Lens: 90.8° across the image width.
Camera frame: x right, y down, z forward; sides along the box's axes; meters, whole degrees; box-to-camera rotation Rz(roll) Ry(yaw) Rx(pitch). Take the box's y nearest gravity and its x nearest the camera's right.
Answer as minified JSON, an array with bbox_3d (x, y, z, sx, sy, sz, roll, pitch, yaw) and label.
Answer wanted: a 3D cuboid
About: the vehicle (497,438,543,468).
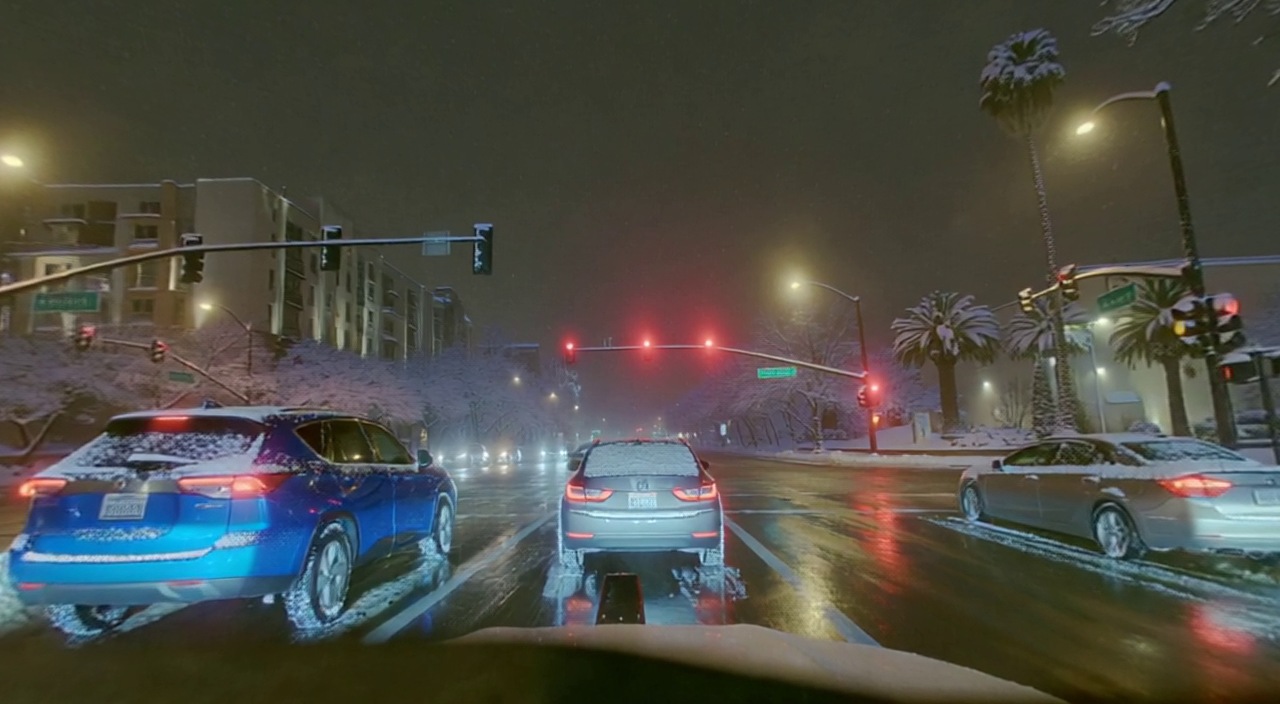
[{"bbox_3d":[-7.914,6.695,42.079,2.130,1.810,4.450,-2,-8,1],"label":"vehicle"}]

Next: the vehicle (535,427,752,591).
[{"bbox_3d":[0.002,1.706,7.727,1.942,1.445,3.973,0,-8,-1],"label":"vehicle"}]

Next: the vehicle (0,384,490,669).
[{"bbox_3d":[-3.094,1.365,6.082,2.051,1.682,4.467,0,-8,2],"label":"vehicle"}]

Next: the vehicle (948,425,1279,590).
[{"bbox_3d":[6.094,1.759,8.096,1.970,1.489,4.482,0,-8,-1],"label":"vehicle"}]
